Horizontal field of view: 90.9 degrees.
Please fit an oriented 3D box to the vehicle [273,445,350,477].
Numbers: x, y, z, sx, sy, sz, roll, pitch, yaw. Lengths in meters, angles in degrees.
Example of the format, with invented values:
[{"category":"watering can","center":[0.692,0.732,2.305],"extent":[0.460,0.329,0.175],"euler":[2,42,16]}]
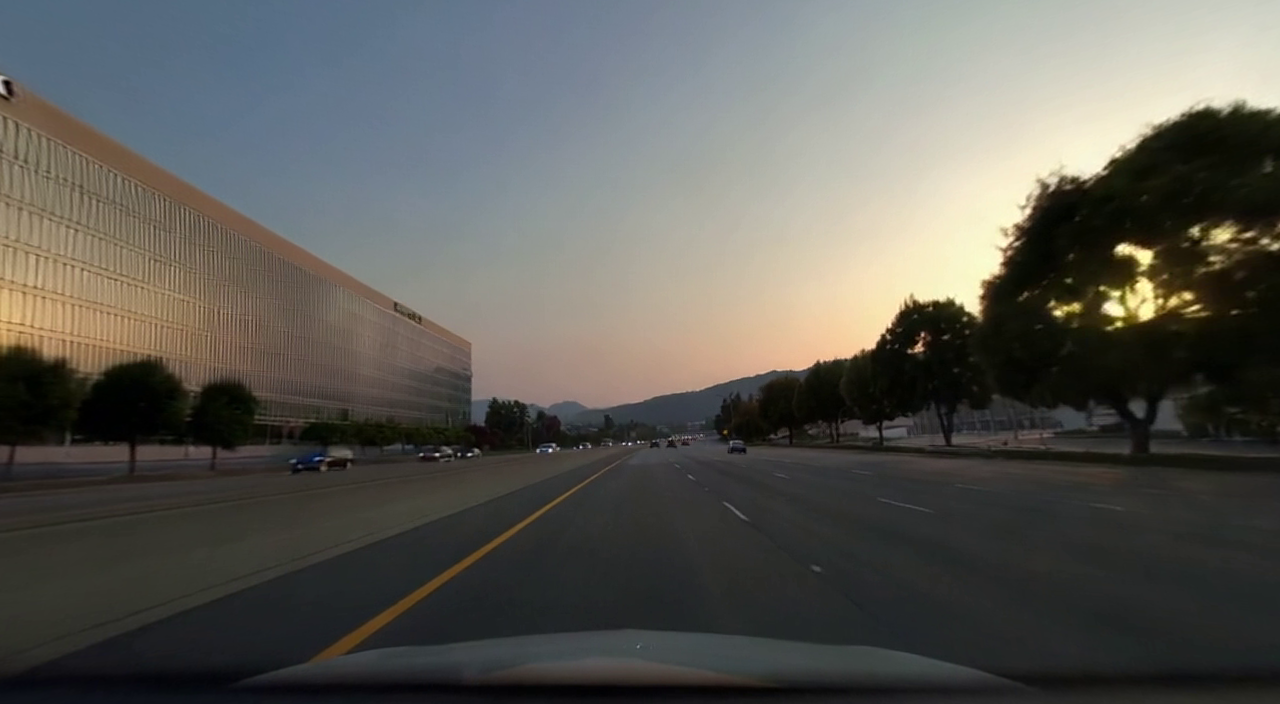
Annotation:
[{"category":"vehicle","center":[-21.454,7.097,41.521],"extent":[2.328,1.943,4.961],"euler":[0,-8,1]}]
